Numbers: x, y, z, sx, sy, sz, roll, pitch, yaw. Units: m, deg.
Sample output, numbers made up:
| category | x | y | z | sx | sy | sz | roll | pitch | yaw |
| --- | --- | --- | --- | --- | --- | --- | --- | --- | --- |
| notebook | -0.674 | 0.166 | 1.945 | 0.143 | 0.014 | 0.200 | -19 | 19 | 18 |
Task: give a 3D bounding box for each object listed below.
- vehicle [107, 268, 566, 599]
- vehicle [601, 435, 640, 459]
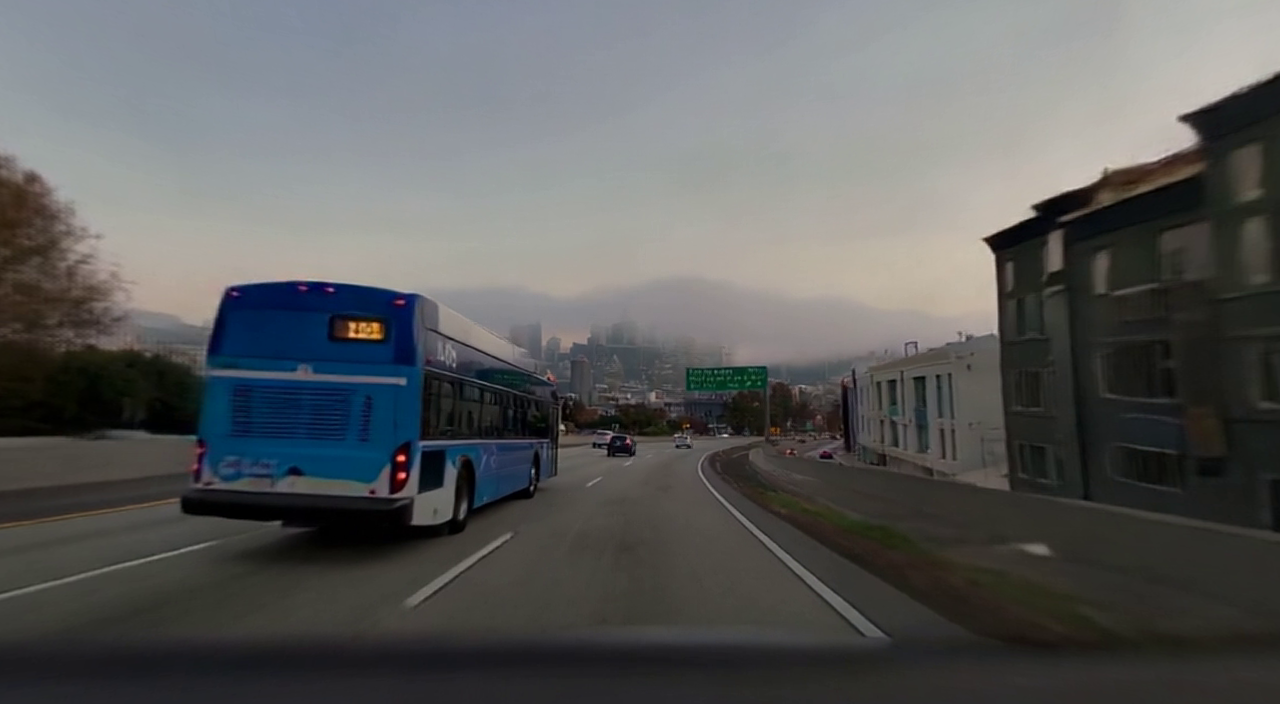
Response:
| category | x | y | z | sx | sy | sz | roll | pitch | yaw |
| --- | --- | --- | --- | --- | --- | --- | --- | --- | --- |
| vehicle | -3.180 | 1.298 | 9.876 | 2.888 | 2.944 | 8.373 | -1 | -8 | 1 |
| vehicle | -1.248 | 6.392 | 42.376 | 1.928 | 1.455 | 4.361 | -1 | -9 | 7 |
